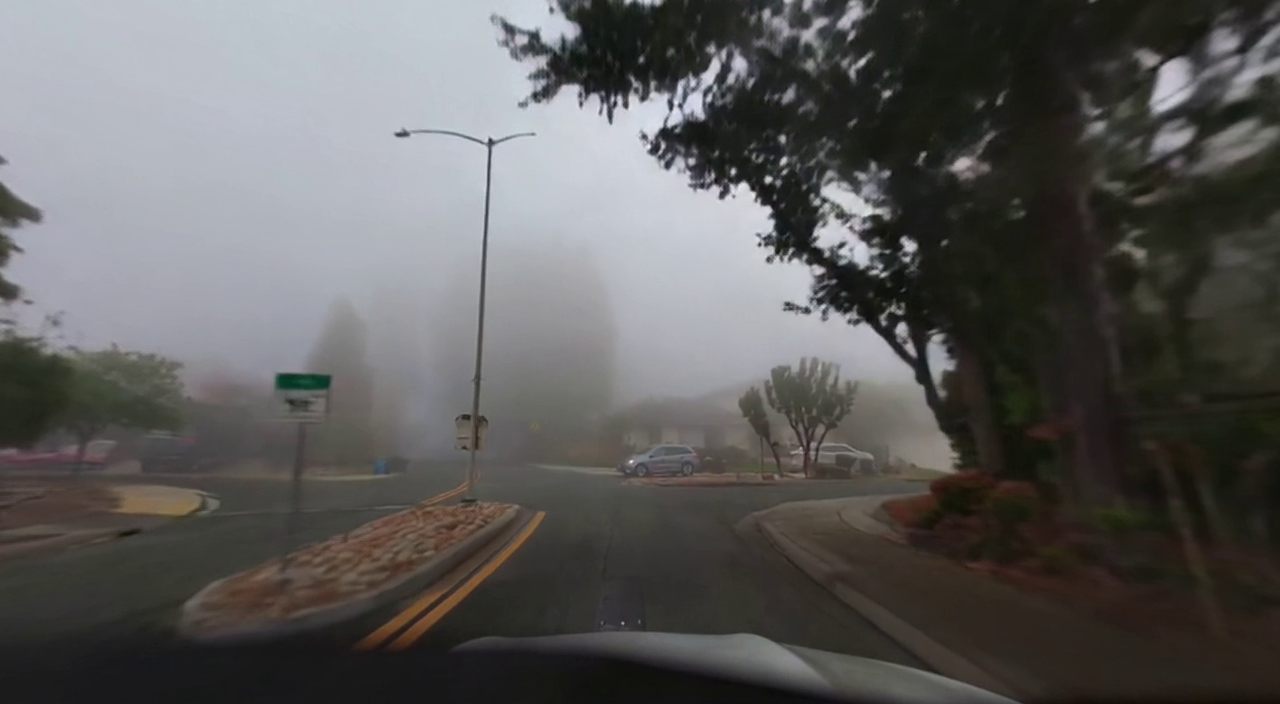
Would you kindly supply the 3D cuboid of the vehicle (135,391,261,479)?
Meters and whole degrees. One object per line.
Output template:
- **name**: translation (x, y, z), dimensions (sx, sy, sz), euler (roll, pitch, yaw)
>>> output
- **vehicle**: translation (-19.995, 3.733, 28.939), dimensions (2.438, 3.594, 5.582), euler (2, -6, -10)

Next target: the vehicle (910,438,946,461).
- **vehicle**: translation (20.074, 6.797, 44.015), dimensions (1.825, 1.482, 4.073), euler (-3, -9, 18)

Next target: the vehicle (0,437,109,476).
- **vehicle**: translation (-25.215, 4.497, 27.284), dimensions (1.735, 1.534, 3.621), euler (1, -9, -11)

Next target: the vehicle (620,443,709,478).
- **vehicle**: translation (1.072, 4.979, 29.065), dimensions (3.772, 1.531, 1.949), euler (1, -9, -10)

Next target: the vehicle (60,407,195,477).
- **vehicle**: translation (-22.703, 4.058, 28.267), dimensions (2.207, 2.862, 4.908), euler (1, -9, -8)

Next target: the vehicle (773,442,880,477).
- **vehicle**: translation (8.703, 5.063, 29.692), dimensions (4.378, 1.543, 2.080), euler (0, -9, 0)
